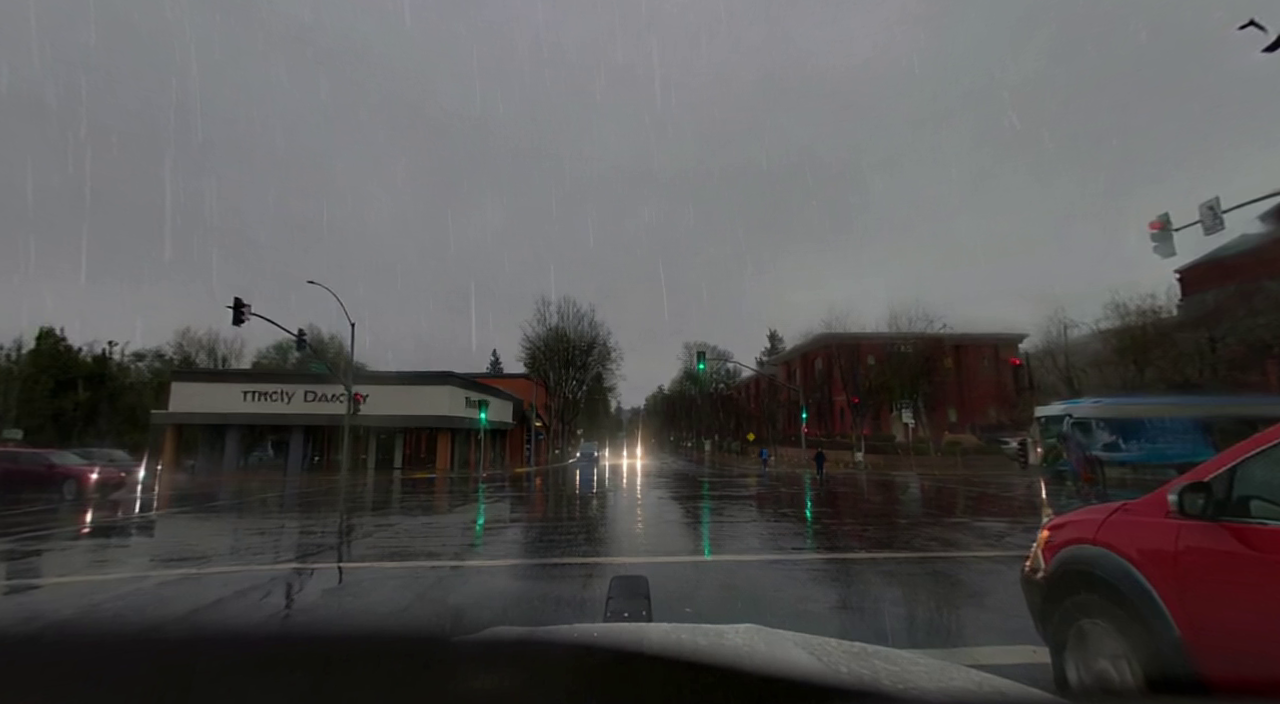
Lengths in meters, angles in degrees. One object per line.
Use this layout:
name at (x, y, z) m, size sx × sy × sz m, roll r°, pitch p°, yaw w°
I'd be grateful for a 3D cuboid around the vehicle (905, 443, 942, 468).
vehicle at (18.101, 6.570, 40.330) m, size 1.791 × 1.520 × 3.649 m, roll -3°, pitch -9°, yaw 19°

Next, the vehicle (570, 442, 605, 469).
vehicle at (-3.409, 6.774, 41.387) m, size 1.961 × 1.658 × 4.064 m, roll 0°, pitch -8°, yaw 0°

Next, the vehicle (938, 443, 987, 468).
vehicle at (20.405, 6.529, 40.037) m, size 2.066 × 1.488 × 4.158 m, roll -3°, pitch -9°, yaw 18°

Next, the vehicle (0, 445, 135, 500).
vehicle at (-18.105, 3.504, 18.624) m, size 4.686 × 1.500 × 1.935 m, roll 0°, pitch -8°, yaw 2°

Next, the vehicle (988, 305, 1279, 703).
vehicle at (2.880, 0.600, 0.910) m, size 2.048 × 1.725 × 4.754 m, roll 0°, pitch -8°, yaw 0°

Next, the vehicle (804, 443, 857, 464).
vehicle at (14.886, 7.940, 49.488) m, size 1.924 × 1.579 × 4.084 m, roll 3°, pitch -9°, yaw -18°

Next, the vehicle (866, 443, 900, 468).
vehicle at (15.769, 6.653, 40.780) m, size 1.875 × 1.543 × 3.853 m, roll -3°, pitch -9°, yaw 22°
